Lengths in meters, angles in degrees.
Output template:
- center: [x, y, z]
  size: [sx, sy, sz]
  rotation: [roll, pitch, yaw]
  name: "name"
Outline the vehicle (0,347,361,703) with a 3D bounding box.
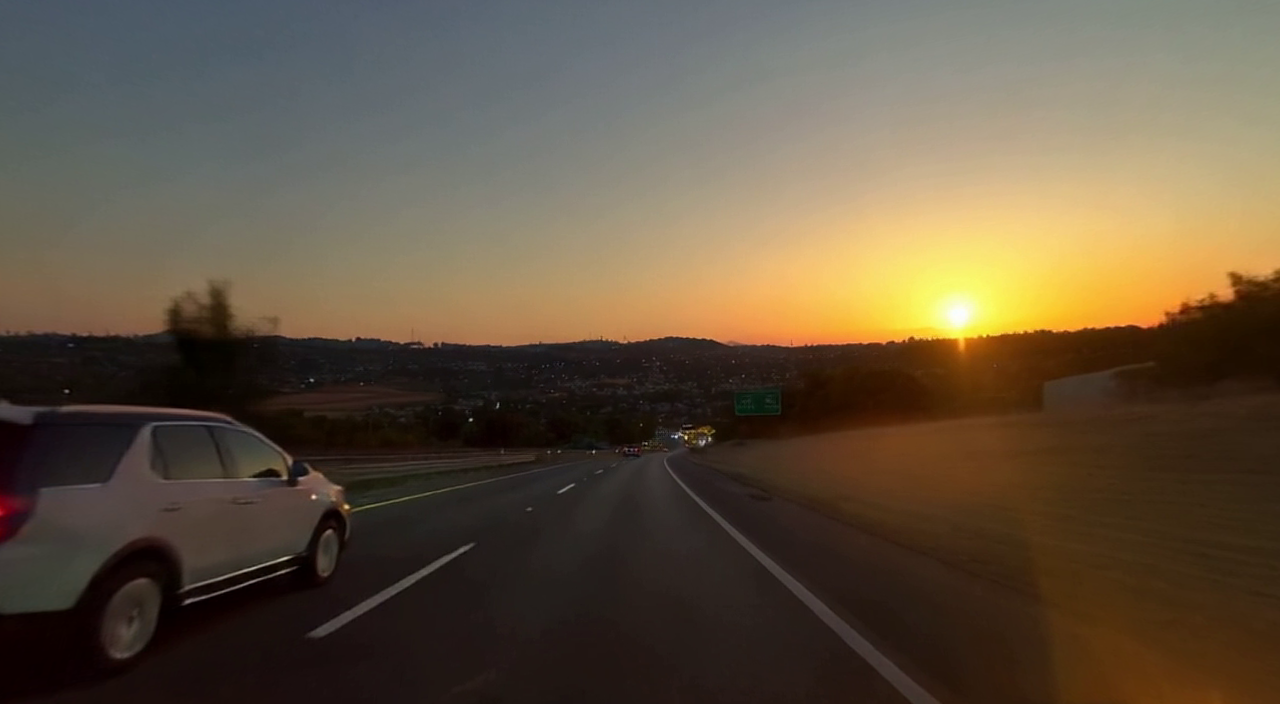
- center: [-4.165, 1.082, 4.406]
  size: [2.193, 1.771, 4.757]
  rotation: [0, -9, 1]
  name: "vehicle"
